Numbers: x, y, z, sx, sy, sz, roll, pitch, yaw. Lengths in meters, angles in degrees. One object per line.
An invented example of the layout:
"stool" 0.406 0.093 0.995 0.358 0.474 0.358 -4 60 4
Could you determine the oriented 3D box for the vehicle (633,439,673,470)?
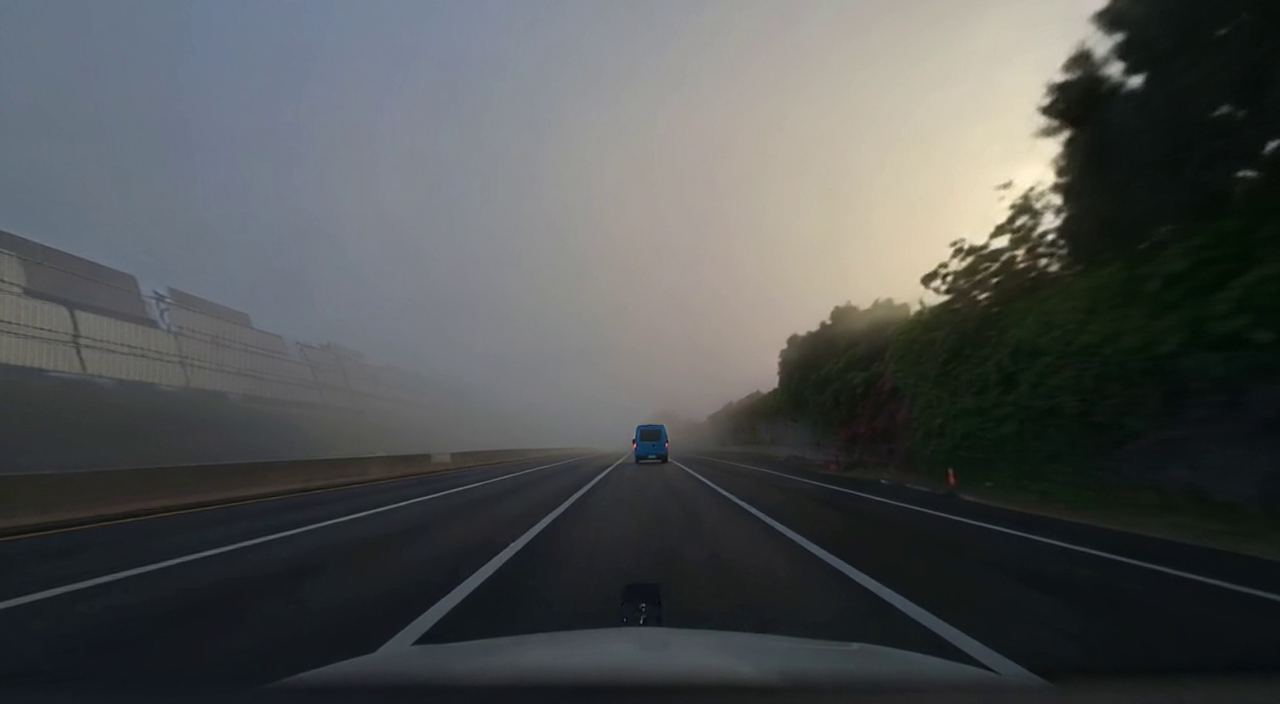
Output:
"vehicle" 0.622 5.332 32.943 1.997 1.484 3.409 0 -8 0
